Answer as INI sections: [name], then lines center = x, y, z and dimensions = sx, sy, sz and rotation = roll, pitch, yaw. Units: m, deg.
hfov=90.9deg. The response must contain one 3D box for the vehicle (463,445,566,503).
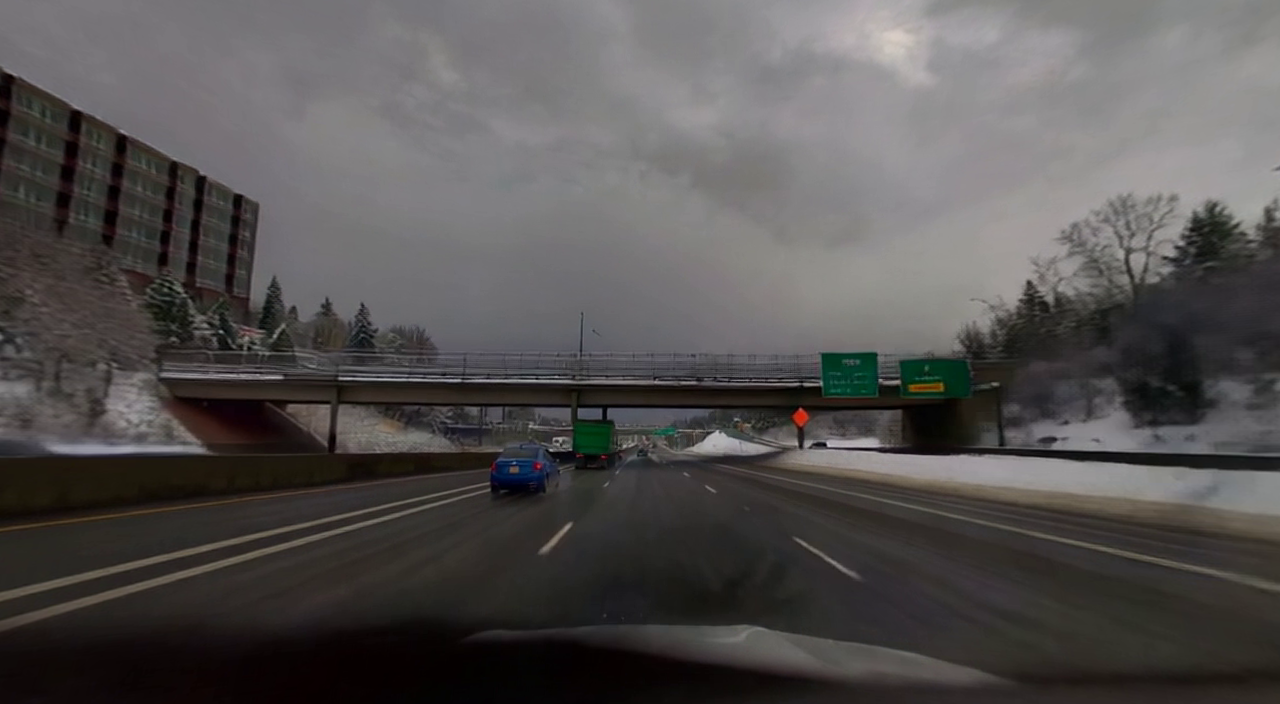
[vehicle]
center = -3.522, 3.506, 18.573
dimensions = 2.039, 1.478, 4.483
rotation = 0, -9, 1
